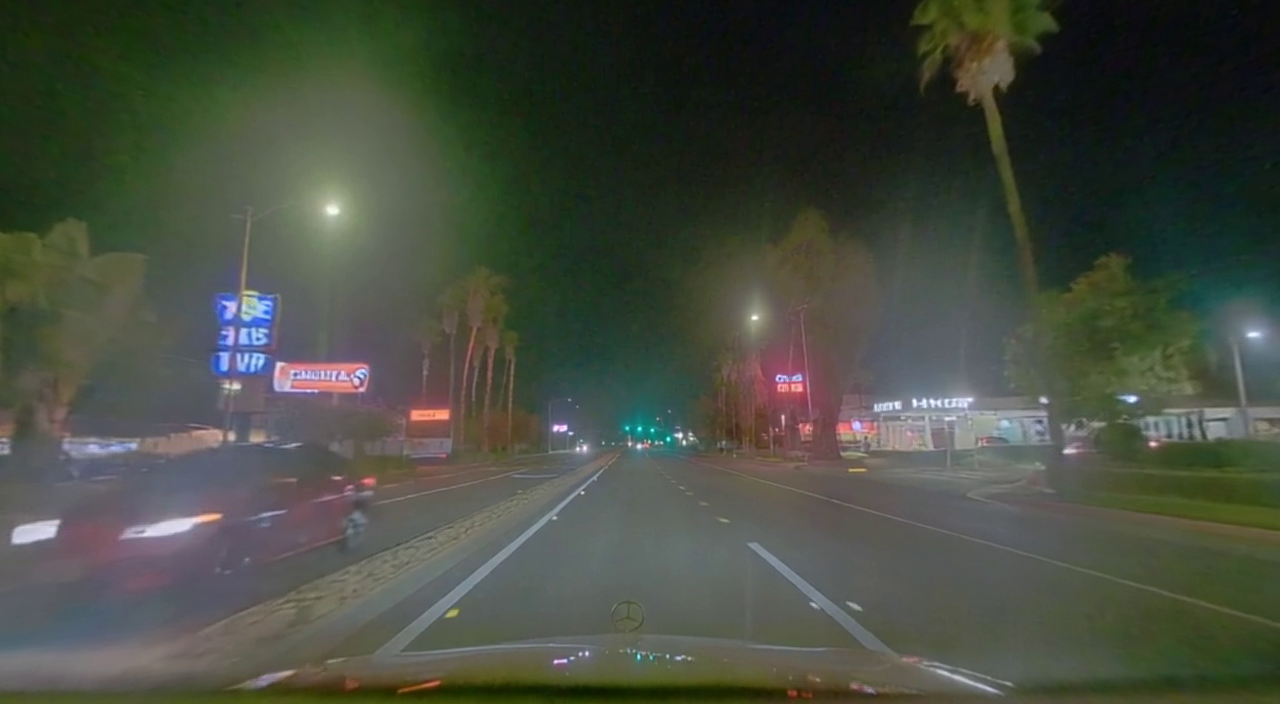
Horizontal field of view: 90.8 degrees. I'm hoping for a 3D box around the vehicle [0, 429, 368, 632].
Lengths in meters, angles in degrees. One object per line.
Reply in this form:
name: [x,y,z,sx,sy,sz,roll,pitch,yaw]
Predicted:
vehicle: [-4.870,1.633,6.839,1.934,1.471,4.280,0,-8,0]
